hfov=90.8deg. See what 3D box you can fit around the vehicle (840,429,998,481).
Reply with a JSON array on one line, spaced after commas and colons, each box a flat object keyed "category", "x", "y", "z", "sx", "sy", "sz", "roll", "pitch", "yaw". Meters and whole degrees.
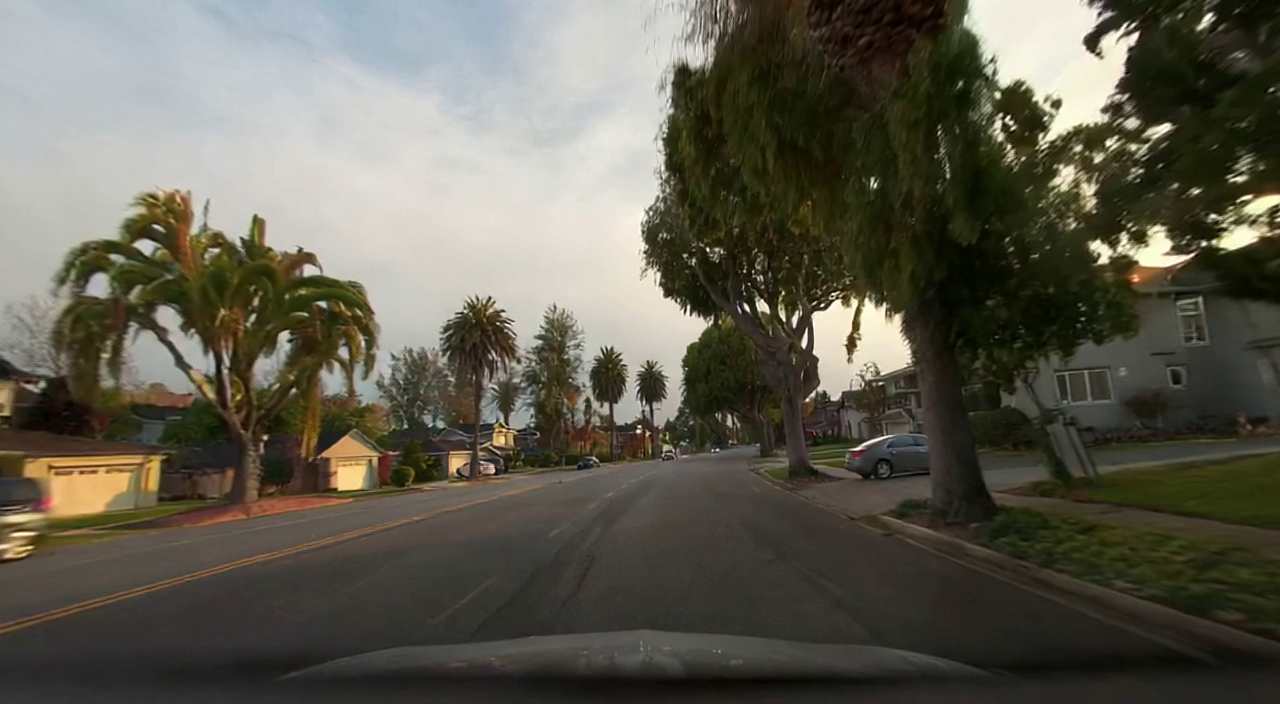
[{"category": "vehicle", "x": 9.735, "y": 3.633, "z": 22.367, "sx": 4.646, "sy": 1.687, "sz": 1.975, "roll": -1, "pitch": -8, "yaw": 2}]
